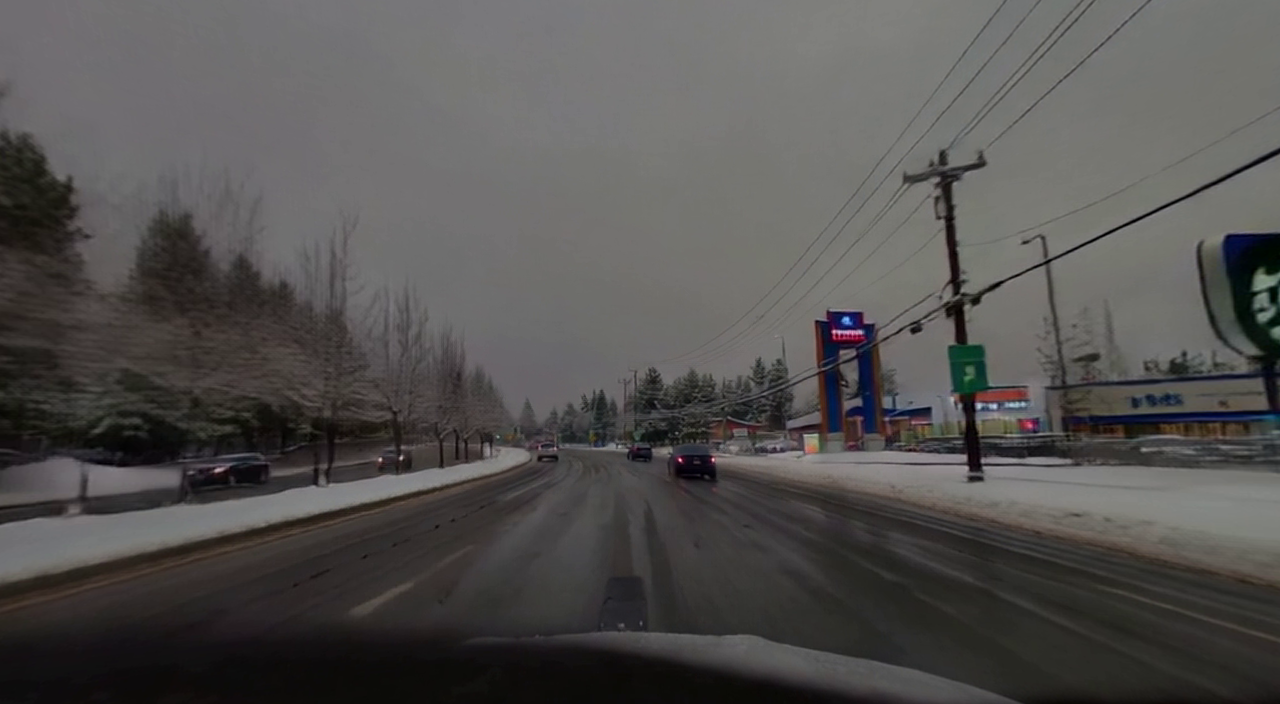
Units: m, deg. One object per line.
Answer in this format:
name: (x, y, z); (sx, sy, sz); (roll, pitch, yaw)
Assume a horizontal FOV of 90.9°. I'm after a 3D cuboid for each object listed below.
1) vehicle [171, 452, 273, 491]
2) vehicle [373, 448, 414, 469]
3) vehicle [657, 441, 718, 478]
vehicle: (-20.519, 5.835, 31.259); (2.005, 1.713, 4.648); (0, -8, -3)
vehicle: (-19.500, 8.422, 49.981); (1.873, 1.507, 4.204); (1, -8, -5)
vehicle: (2.017, 4.739, 28.107); (2.130, 1.476, 4.453); (1, -8, -3)
